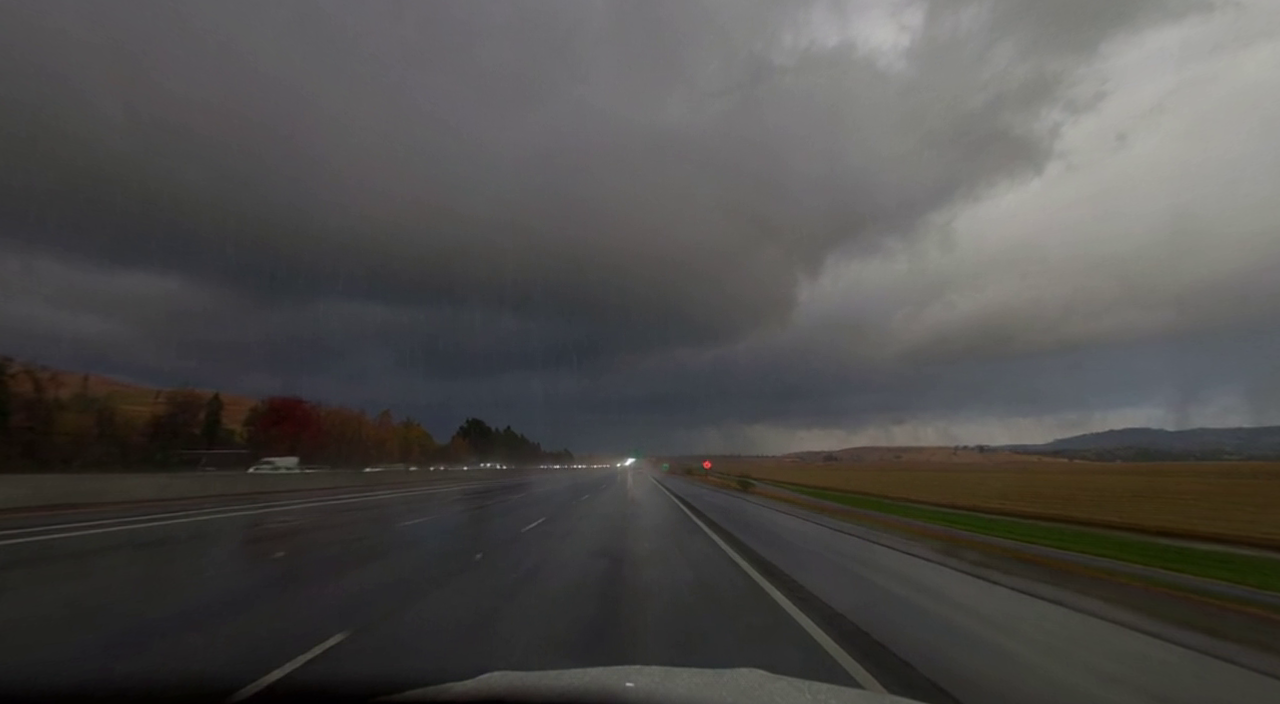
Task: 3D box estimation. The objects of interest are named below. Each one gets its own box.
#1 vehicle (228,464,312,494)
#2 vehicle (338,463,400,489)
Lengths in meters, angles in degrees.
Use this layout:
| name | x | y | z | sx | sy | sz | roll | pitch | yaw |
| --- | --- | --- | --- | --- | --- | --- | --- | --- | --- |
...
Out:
| name | x | y | z | sx | sy | sz | roll | pitch | yaw |
| --- | --- | --- | --- | --- | --- | --- | --- | --- | --- |
| vehicle | -19.186 | 6.608 | 32.919 | 1.829 | 1.409 | 4.202 | 1 | -11 | 0 |
| vehicle | -16.006 | 7.351 | 37.420 | 1.869 | 1.425 | 4.143 | 1 | -11 | -1 |
